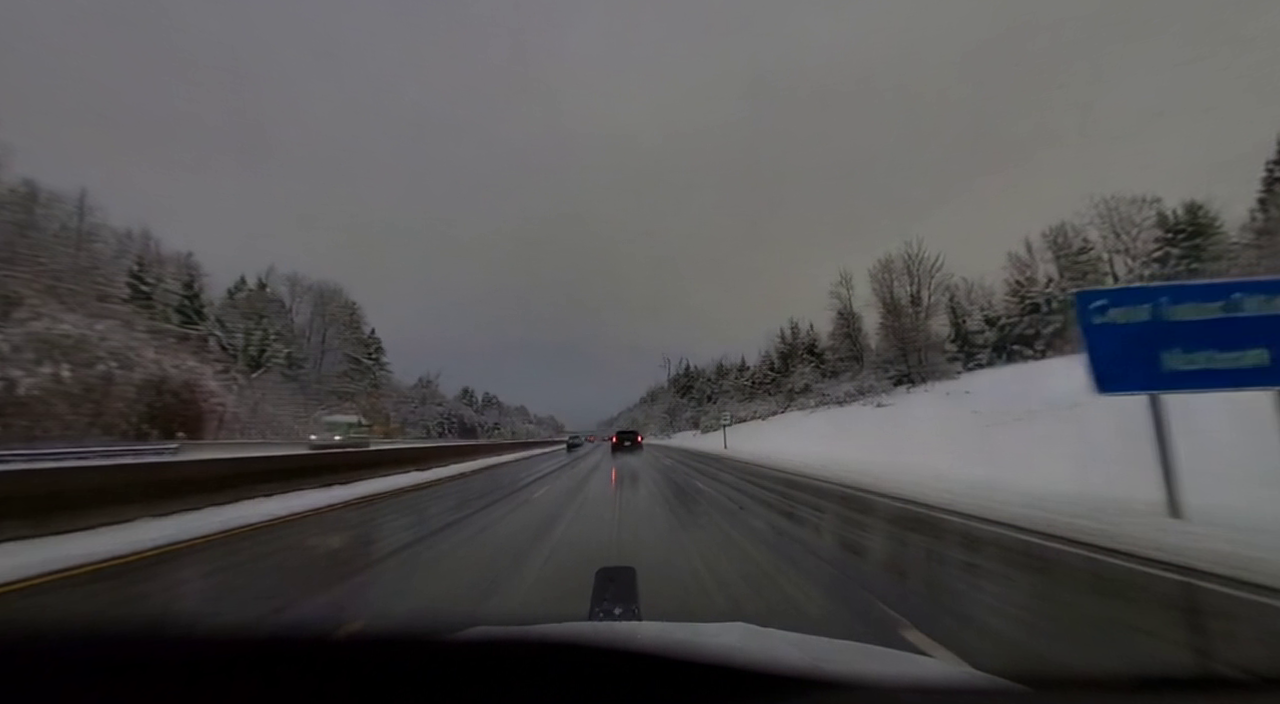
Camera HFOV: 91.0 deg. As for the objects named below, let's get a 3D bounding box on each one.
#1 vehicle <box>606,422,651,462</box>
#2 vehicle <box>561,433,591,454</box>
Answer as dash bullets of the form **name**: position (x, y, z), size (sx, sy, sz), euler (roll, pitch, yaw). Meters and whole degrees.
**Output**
- **vehicle**: position (-0.630, 4.805, 33.565), size (2.223, 1.957, 4.416), euler (0, -8, -1)
- **vehicle**: position (-4.985, 7.197, 49.440), size (2.062, 1.567, 4.117), euler (0, -8, -2)
